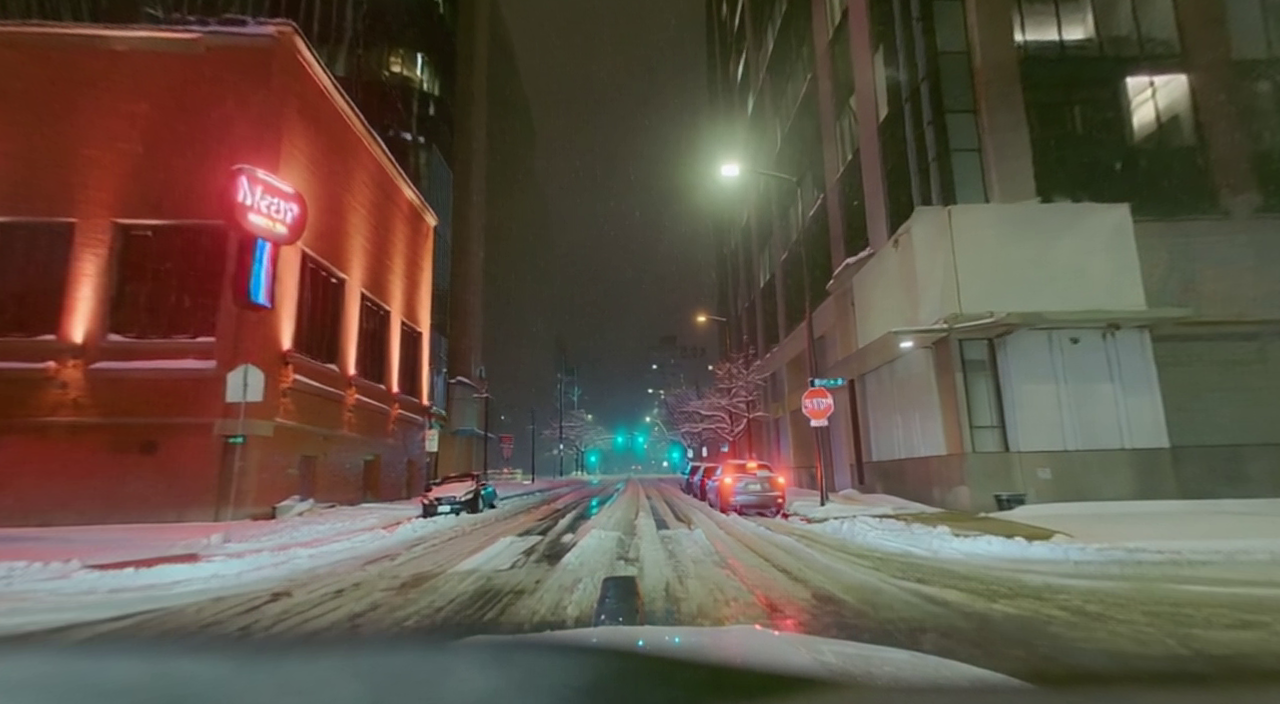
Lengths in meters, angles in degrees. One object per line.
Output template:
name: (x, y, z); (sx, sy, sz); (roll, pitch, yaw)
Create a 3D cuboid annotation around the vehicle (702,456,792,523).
vehicle: (3.043, 3.985, 18.891); (1.917, 1.680, 4.500); (0, -9, 0)

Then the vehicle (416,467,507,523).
vehicle: (-5.536, 4.473, 20.113); (1.864, 1.447, 3.887); (0, -9, -2)
